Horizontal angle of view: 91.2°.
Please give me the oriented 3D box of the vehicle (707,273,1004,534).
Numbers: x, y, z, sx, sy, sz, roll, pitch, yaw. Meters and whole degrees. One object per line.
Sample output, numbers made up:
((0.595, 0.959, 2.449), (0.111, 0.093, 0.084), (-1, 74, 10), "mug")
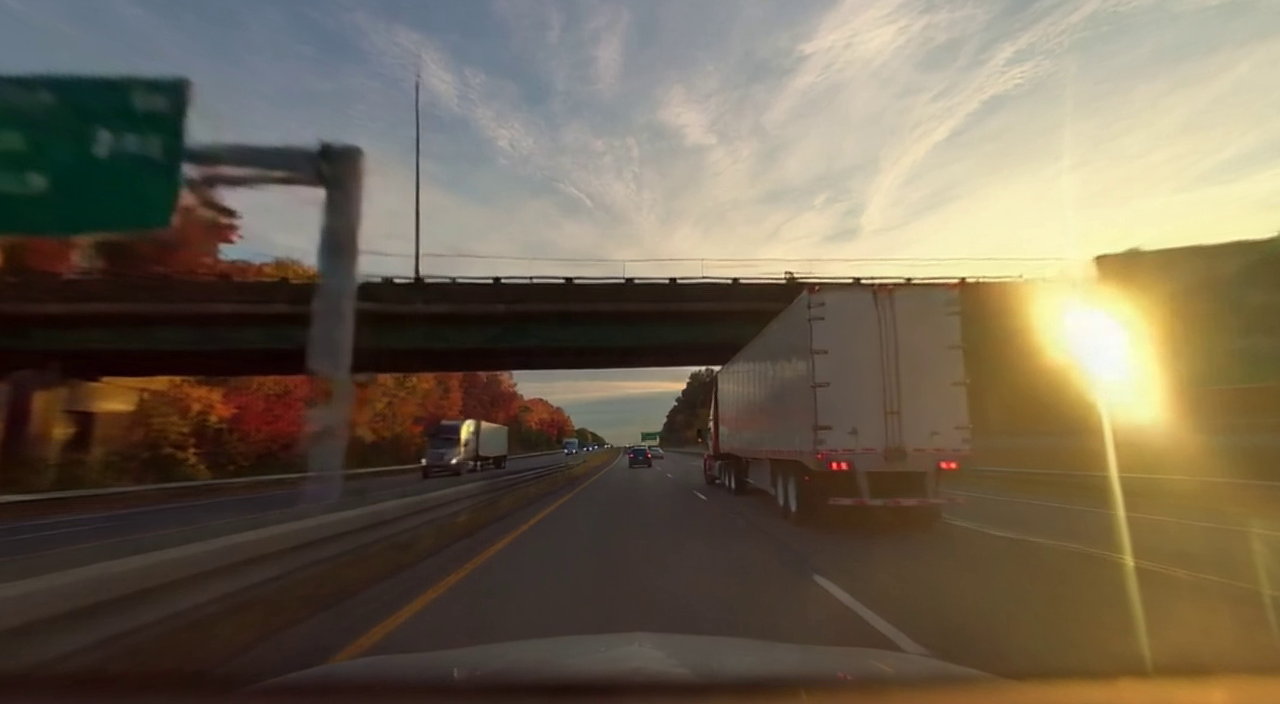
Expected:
((4.228, 1.905, 17.382), (2.956, 4.281, 14.327), (0, -9, -1), "vehicle")

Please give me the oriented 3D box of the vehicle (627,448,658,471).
((0.164, 7.130, 41.819), (1.961, 1.454, 3.755), (0, -9, 0), "vehicle")

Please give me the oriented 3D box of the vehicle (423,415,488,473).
((-14.102, 7.096, 48.475), (3.170, 4.126, 5.938), (0, -8, 0), "vehicle")
